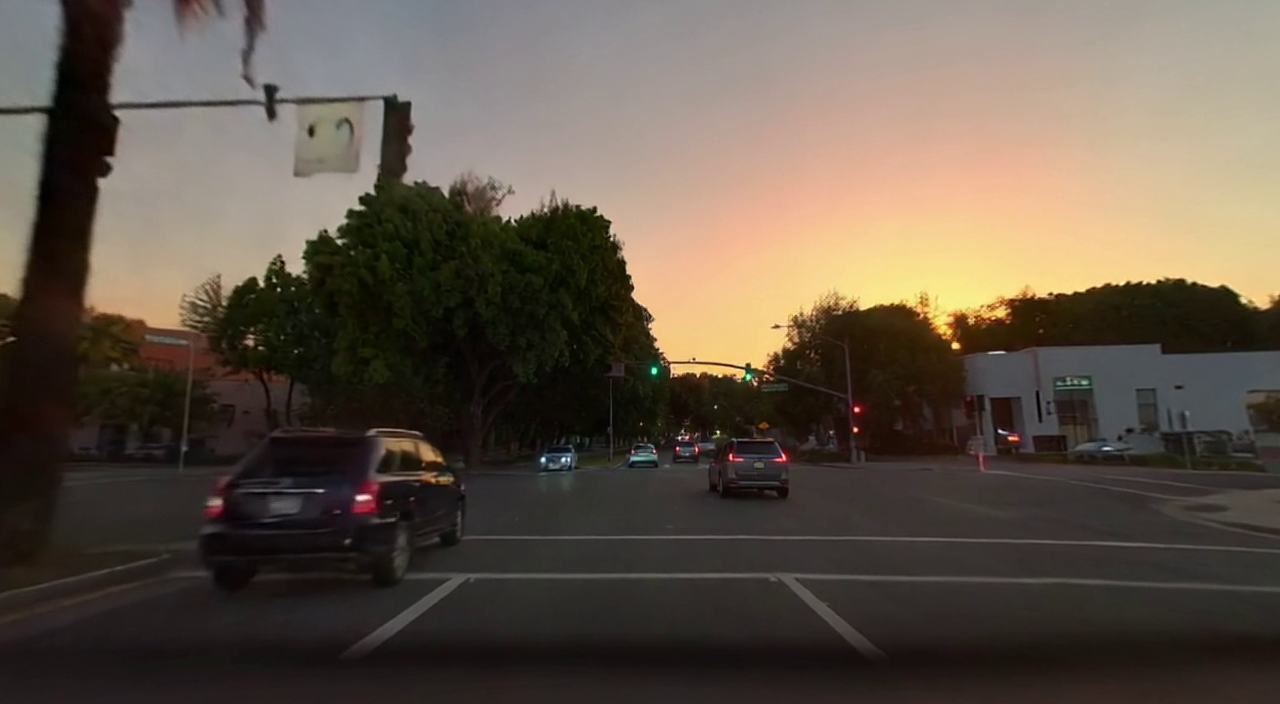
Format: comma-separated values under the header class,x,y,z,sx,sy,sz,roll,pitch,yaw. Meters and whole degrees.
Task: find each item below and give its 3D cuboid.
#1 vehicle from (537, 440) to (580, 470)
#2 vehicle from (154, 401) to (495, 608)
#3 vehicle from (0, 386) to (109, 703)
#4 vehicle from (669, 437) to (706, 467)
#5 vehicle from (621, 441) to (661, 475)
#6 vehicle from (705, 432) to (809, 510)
class,x,y,z,sx,sy,sz,roll,pitch,yaw
vehicle,-5.300,6.768,41.529,2.126,1.790,4.332,2,-8,1
vehicle,-3.320,1.679,7.888,1.972,1.827,4.433,0,-8,0
vehicle,-3.280,0.680,0.595,1.788,1.600,4.298,0,-8,0
vehicle,3.240,6.964,43.961,2.154,1.975,4.634,0,-8,-1
vehicle,0.026,5.580,33.441,1.991,1.664,3.814,0,-8,-1
vehicle,2.857,2.979,16.235,1.872,1.752,3.896,0,-8,-1
